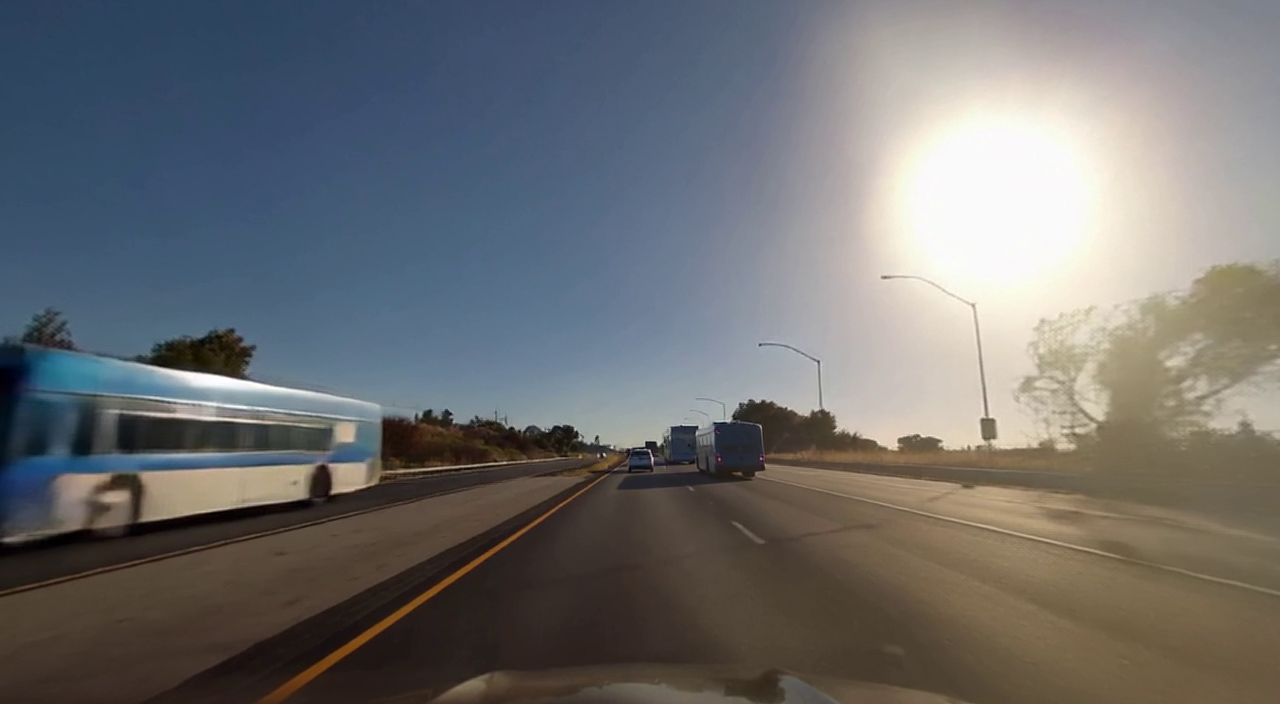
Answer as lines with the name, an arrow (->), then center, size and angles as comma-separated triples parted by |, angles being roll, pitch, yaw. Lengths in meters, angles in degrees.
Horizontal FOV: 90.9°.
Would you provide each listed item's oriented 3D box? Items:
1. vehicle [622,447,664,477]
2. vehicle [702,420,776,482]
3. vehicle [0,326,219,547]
vehicle -> 0.132, 5.617, 32.307 | 2.004, 1.449, 3.817 | 0, -9, 0
vehicle -> 4.467, 4.624, 29.489 | 2.440, 2.555, 5.957 | 0, -9, 0
vehicle -> -13.207, 1.958, 14.127 | 2.999, 4.011, 6.198 | 0, -9, 1
